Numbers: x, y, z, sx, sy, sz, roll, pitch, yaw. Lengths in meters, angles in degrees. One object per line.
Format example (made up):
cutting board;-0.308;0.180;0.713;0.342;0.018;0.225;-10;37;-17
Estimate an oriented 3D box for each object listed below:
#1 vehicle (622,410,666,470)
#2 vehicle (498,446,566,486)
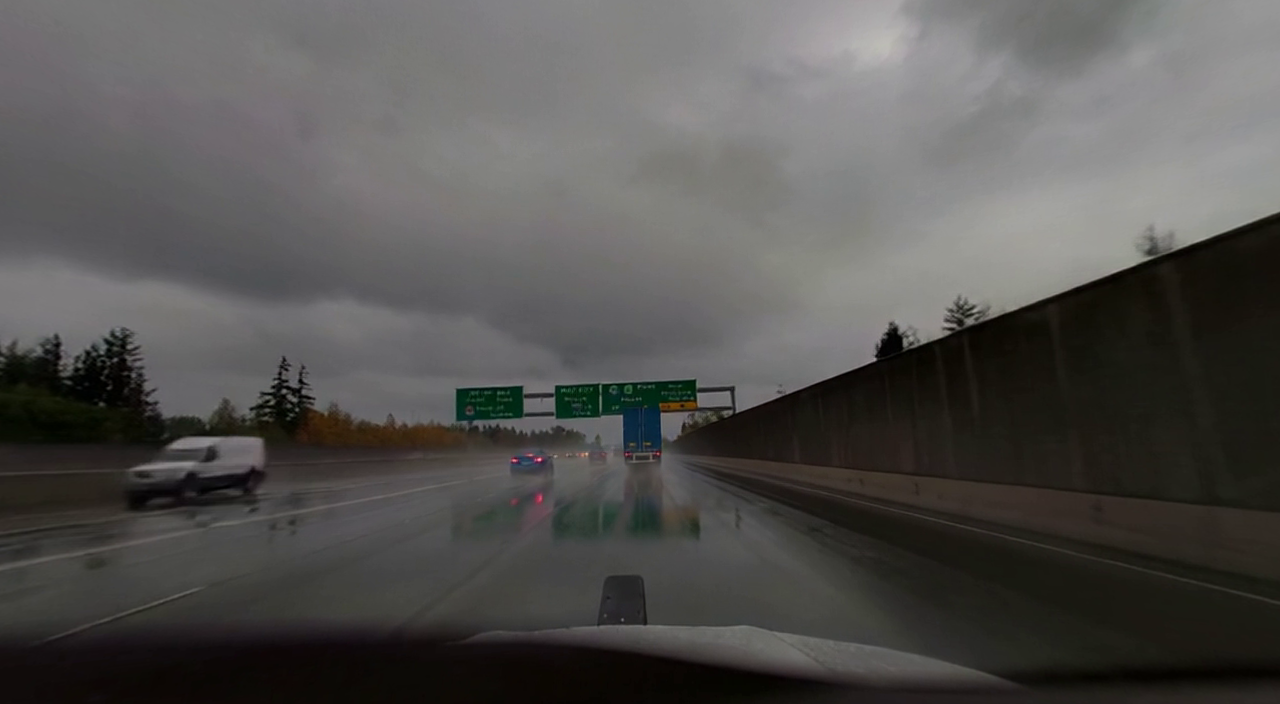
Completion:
vehicle;0.373;6.738;47.854;2.980;4.051;10.359;0;-9;1
vehicle;-4.418;4.718;26.462;1.977;1.478;4.702;0;-9;1
